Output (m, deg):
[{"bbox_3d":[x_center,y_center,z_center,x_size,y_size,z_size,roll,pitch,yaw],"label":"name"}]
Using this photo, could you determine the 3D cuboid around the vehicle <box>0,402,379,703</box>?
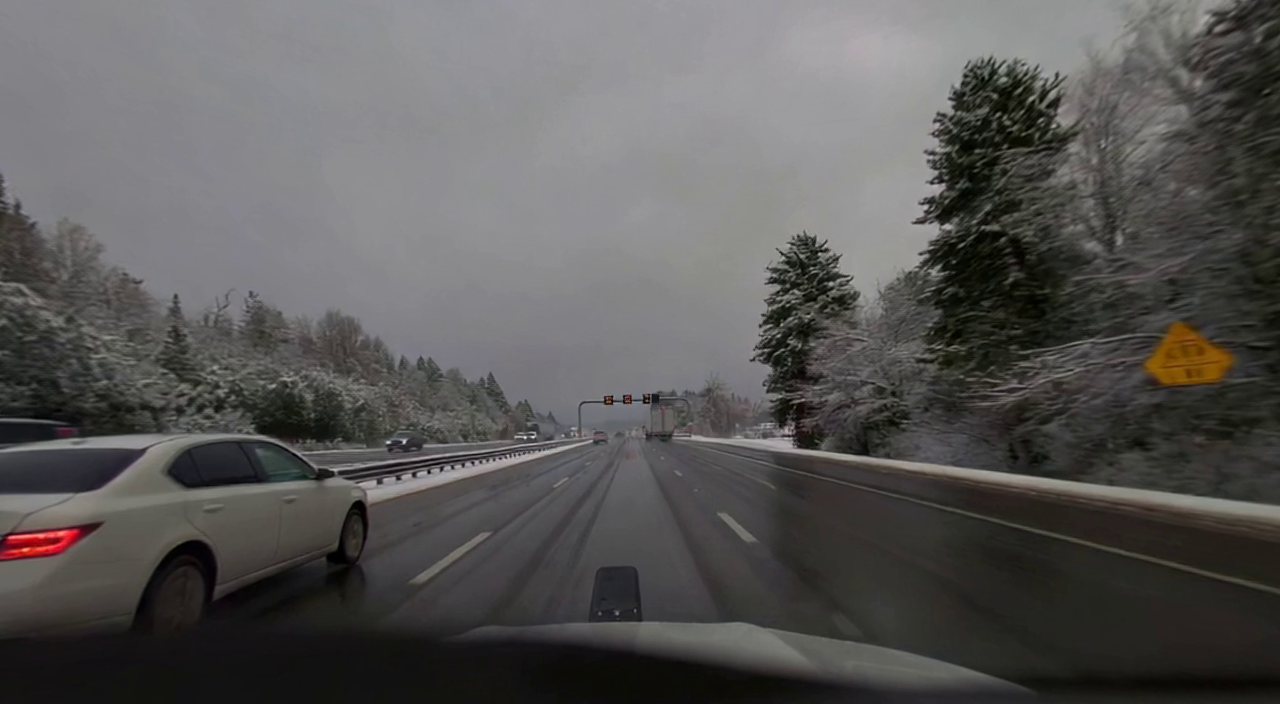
[{"bbox_3d":[-3.729,1.177,4.414,1.971,1.444,4.401,0,-8,-1],"label":"vehicle"}]
